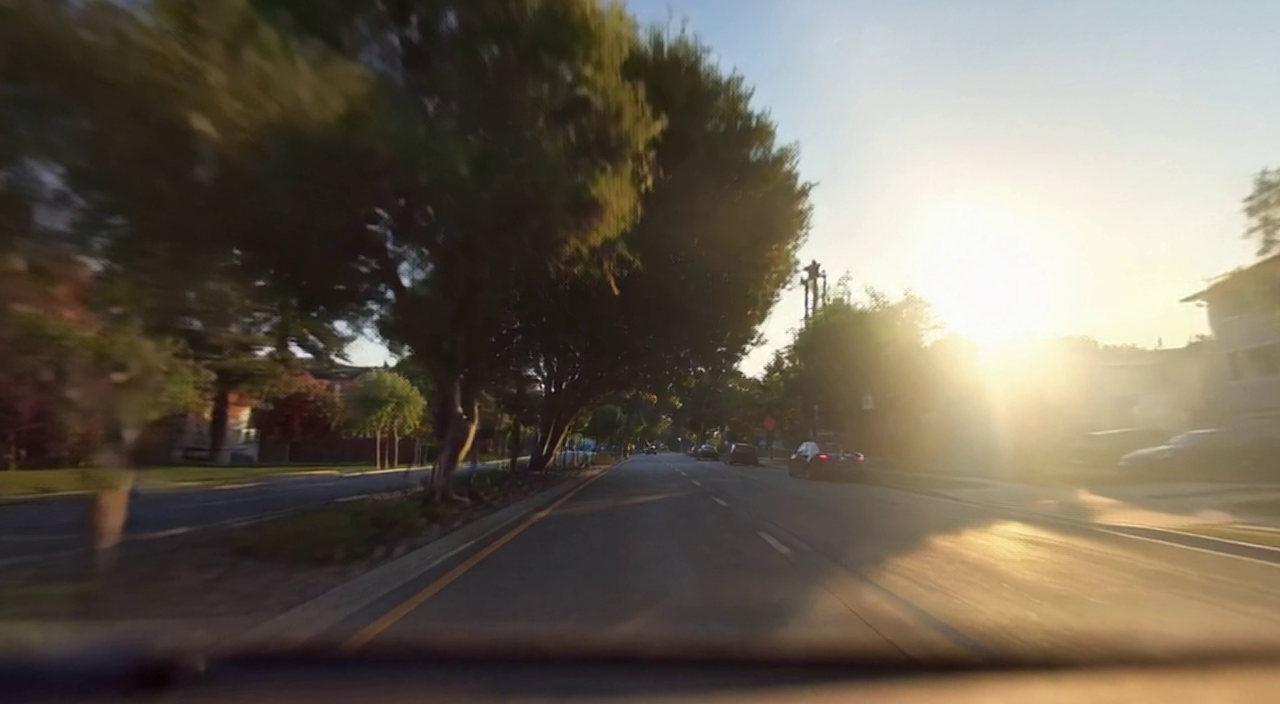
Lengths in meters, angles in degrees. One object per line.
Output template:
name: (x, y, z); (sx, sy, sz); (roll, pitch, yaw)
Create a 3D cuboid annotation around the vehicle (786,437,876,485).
vehicle: (7.083, 4.082, 23.916); (2.126, 1.639, 4.539); (0, -9, 2)

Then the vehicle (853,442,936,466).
vehicle: (16.502, 6.623, 41.048); (4.595, 1.490, 1.860); (0, -8, 0)
